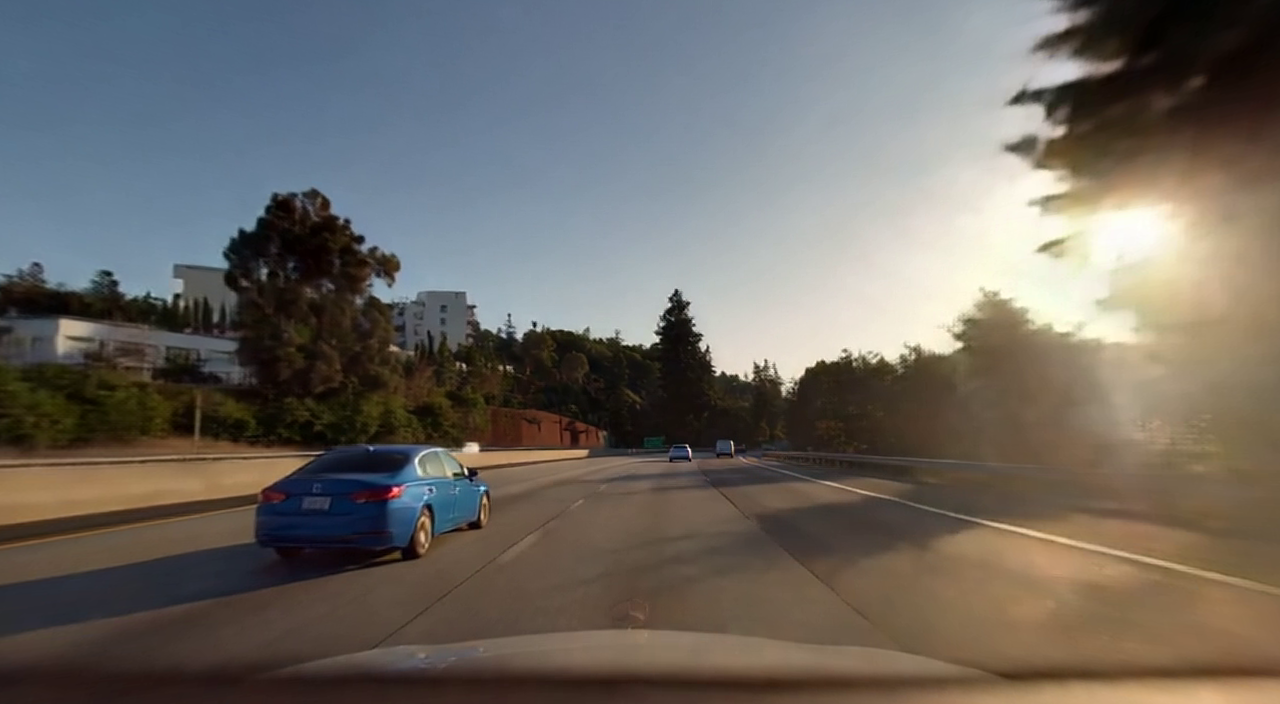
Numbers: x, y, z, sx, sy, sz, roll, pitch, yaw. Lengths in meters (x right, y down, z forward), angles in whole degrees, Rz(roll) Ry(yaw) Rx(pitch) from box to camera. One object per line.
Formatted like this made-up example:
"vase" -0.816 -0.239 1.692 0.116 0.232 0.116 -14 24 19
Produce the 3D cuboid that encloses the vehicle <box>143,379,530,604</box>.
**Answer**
"vehicle" -2.913 1.498 7.656 2.185 1.823 4.854 0 -9 1

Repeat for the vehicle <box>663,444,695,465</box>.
"vehicle" 2.739 7.256 44.773 2.158 1.458 3.656 0 -9 3
